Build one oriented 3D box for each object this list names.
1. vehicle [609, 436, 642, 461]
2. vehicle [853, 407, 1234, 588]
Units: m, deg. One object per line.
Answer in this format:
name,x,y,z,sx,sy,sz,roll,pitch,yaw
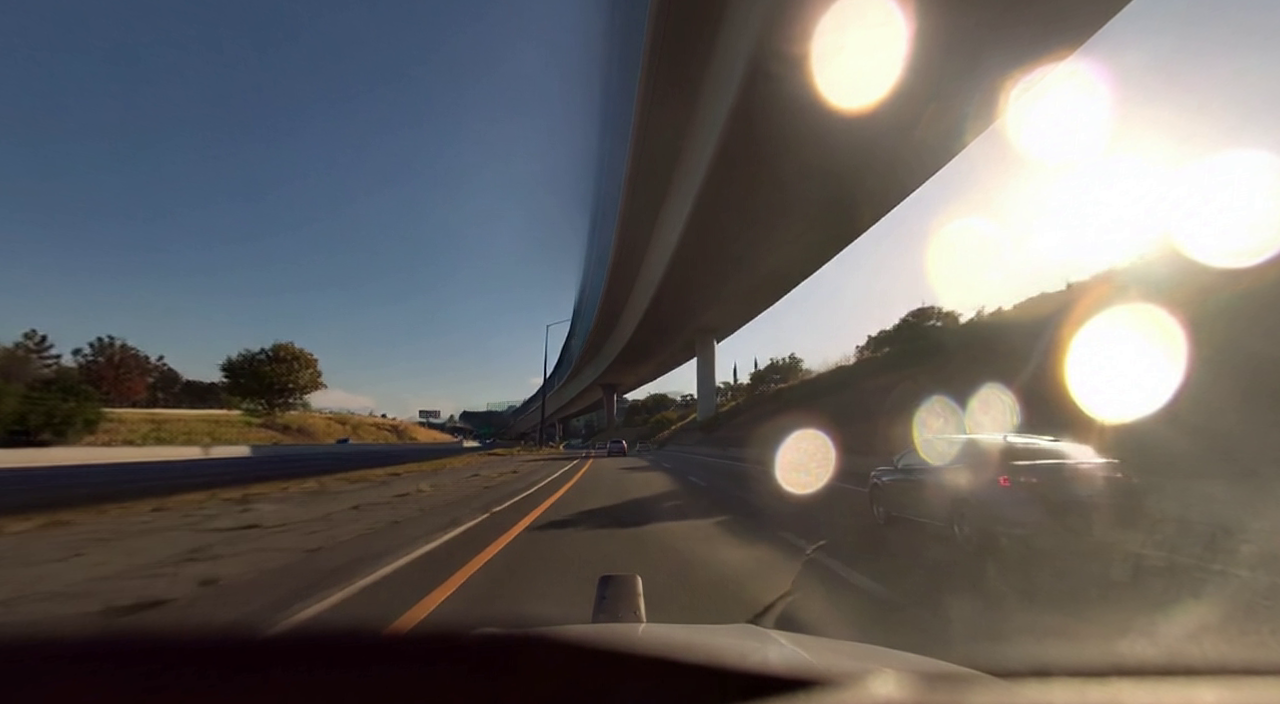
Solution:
vehicle,-0.963,6.141,40.203,1.998,1.512,3.735,0,-8,-3
vehicle,4.055,1.481,7.202,1.852,1.513,3.652,0,-8,-1
